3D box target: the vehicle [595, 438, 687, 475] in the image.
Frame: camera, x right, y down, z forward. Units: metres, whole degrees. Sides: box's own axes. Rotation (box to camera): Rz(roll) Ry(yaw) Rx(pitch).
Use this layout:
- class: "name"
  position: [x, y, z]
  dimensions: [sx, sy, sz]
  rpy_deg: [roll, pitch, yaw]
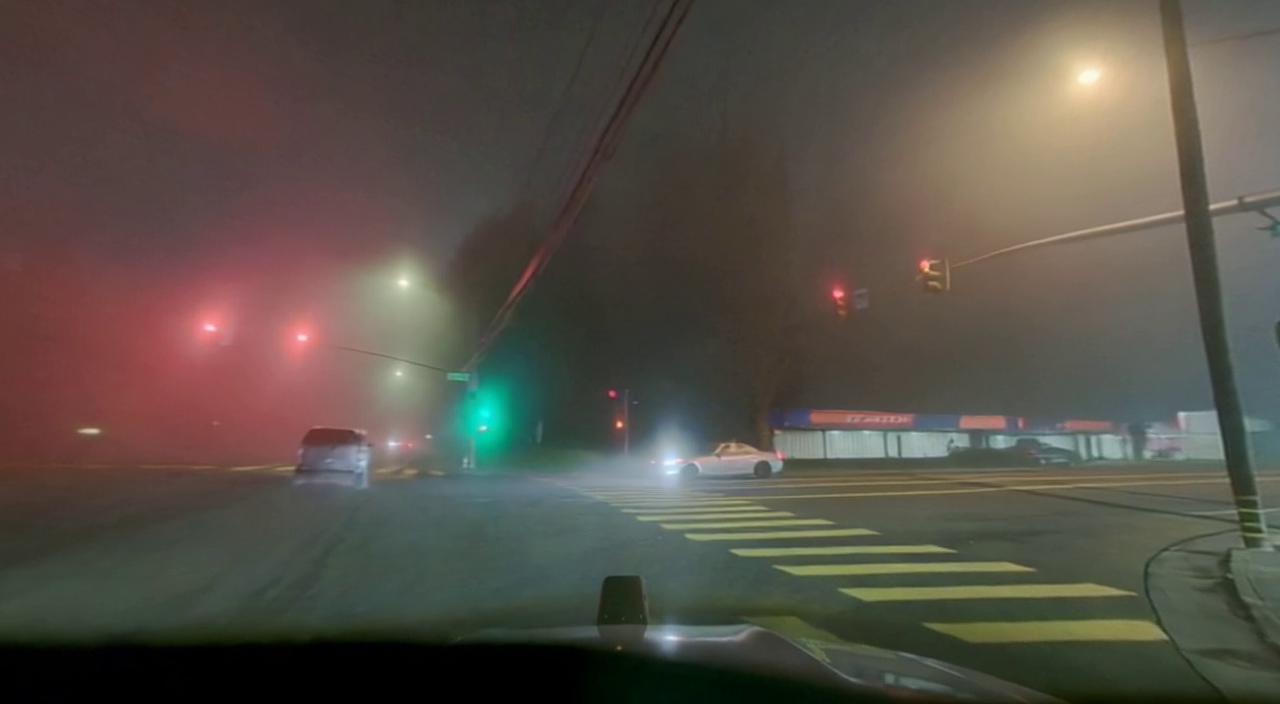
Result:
- class: "vehicle"
  position: [-0.003, 4.792, 28.791]
  dimensions: [3.990, 1.548, 1.780]
  rpy_deg: [2, -9, -9]

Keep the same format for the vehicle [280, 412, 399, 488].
- class: "vehicle"
  position: [-8.459, 2.835, 18.192]
  dimensions: [2.300, 1.868, 4.690]
  rpy_deg: [3, -9, -16]

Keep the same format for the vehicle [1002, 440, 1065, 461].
- class: "vehicle"
  position: [28.461, 7.106, 45.372]
  dimensions: [3.805, 1.451, 1.641]
  rpy_deg: [3, -9, -15]

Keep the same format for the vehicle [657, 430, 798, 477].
- class: "vehicle"
  position: [3.407, 3.972, 24.729]
  dimensions: [5.149, 1.725, 1.964]
  rpy_deg: [3, -8, -17]
